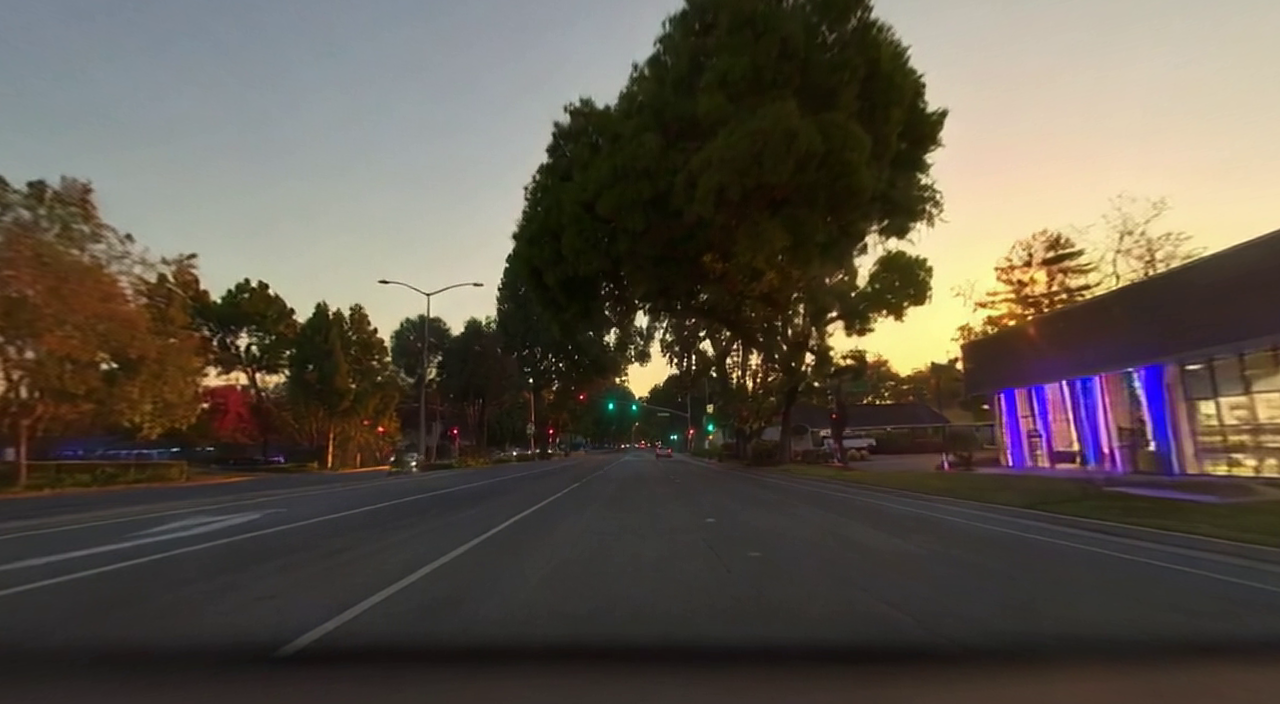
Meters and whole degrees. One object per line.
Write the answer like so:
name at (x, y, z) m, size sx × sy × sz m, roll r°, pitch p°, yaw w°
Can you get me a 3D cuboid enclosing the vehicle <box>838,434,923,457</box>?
vehicle at (16.339, 6.394, 42.924) m, size 4.960 × 1.505 × 1.941 m, roll 0°, pitch -8°, yaw 0°
